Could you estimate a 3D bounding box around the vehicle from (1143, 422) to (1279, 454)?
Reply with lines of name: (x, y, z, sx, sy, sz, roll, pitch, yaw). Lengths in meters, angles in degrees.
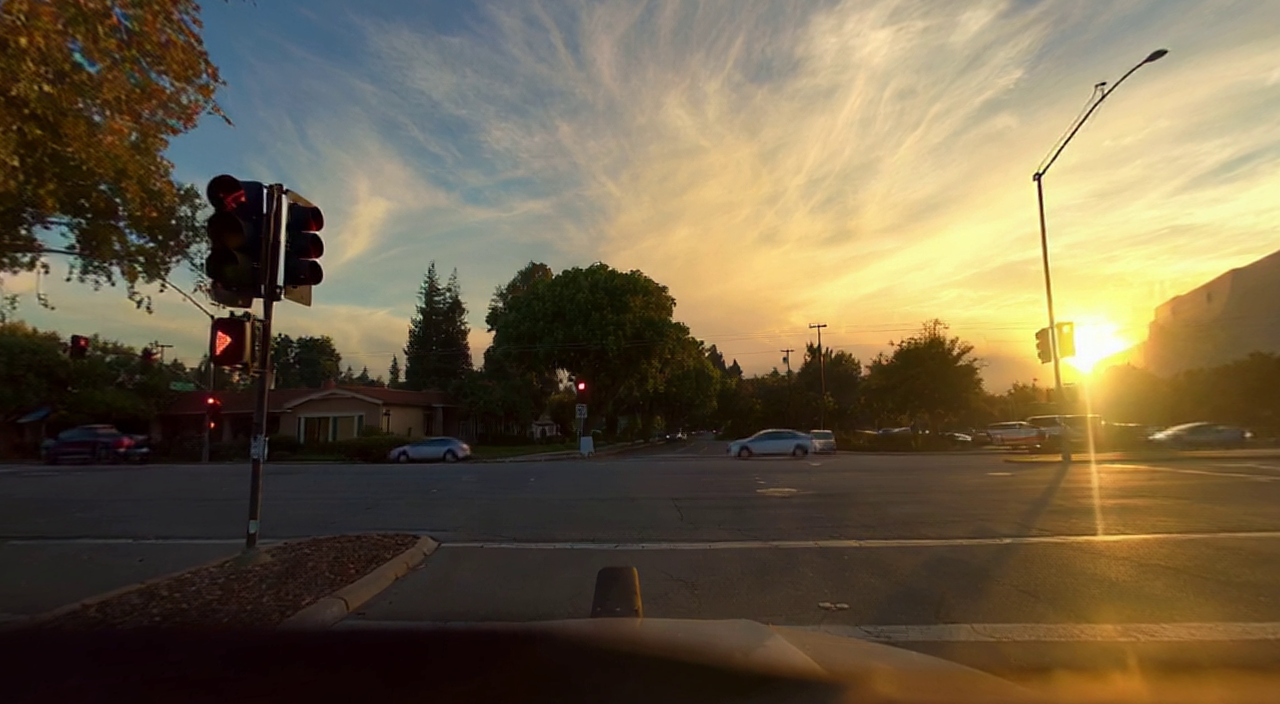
vehicle: (28.106, 4.259, 31.048, 4.801, 1.494, 1.915, -2, -9, 10)

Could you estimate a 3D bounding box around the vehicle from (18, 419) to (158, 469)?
vehicle: (-37.728, 6.294, 43.260, 7.790, 3.197, 2.653, -2, -9, 10)

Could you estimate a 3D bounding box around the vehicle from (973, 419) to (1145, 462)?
vehicle: (15.038, 3.212, 22.944, 4.749, 1.461, 1.892, -1, -9, 9)

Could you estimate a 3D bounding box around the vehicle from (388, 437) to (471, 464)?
vehicle: (-12.808, 6.009, 38.521, 4.370, 1.592, 1.886, -2, -9, 11)

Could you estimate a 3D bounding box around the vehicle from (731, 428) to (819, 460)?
vehicle: (7.455, 5.102, 34.994, 4.590, 1.701, 1.881, -2, -9, 11)

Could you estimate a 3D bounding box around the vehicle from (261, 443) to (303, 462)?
vehicle: (-28.046, 7.878, 49.626, 2.235, 1.417, 4.272, 3, -9, -21)
